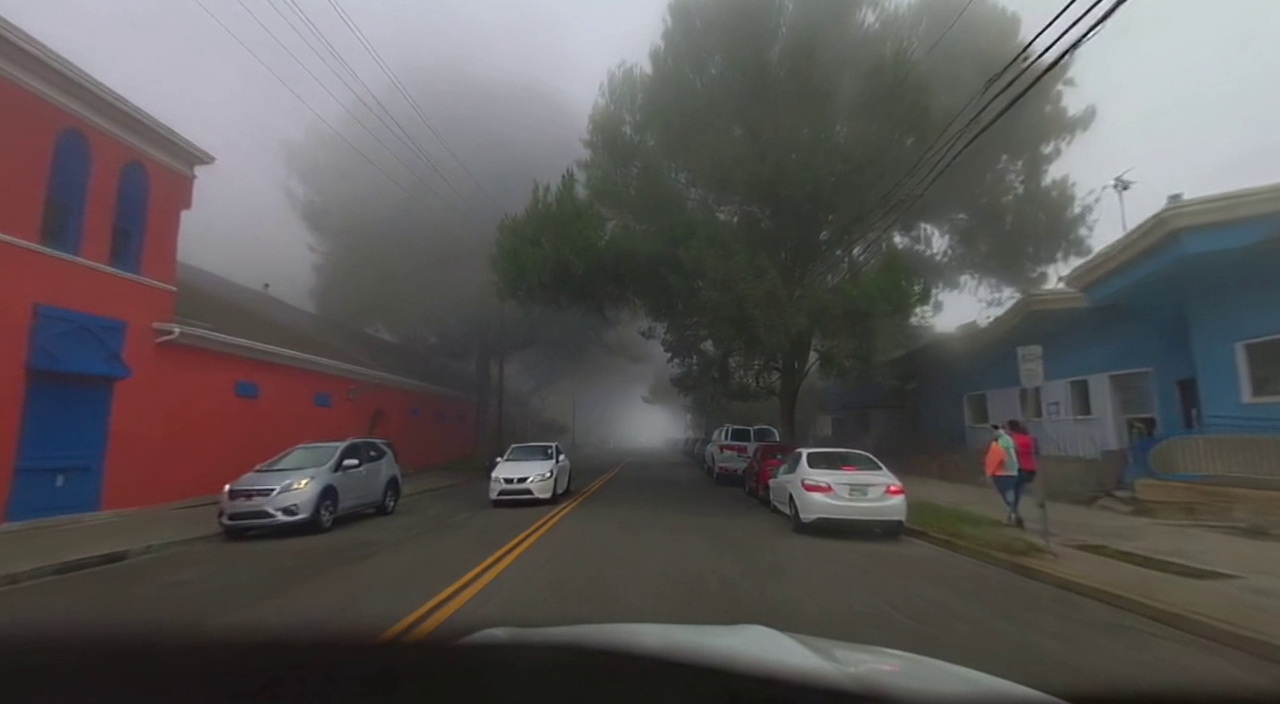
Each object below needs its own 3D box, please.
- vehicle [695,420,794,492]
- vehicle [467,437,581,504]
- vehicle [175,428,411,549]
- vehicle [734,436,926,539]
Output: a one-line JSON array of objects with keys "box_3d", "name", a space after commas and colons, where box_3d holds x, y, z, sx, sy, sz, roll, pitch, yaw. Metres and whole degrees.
[{"box_3d": [3.148, 3.288, 20.199, 2.263, 1.996, 4.870, 0, -9, 0], "name": "vehicle"}, {"box_3d": [-2.882, 3.080, 16.798, 2.036, 1.515, 4.437, -1, -9, 2], "name": "vehicle"}, {"box_3d": [-6.351, 2.487, 12.313, 2.140, 1.746, 4.385, -4, -8, 0], "name": "vehicle"}, {"box_3d": [3.093, 2.318, 11.471, 1.966, 1.471, 4.552, 0, -9, -1], "name": "vehicle"}]
